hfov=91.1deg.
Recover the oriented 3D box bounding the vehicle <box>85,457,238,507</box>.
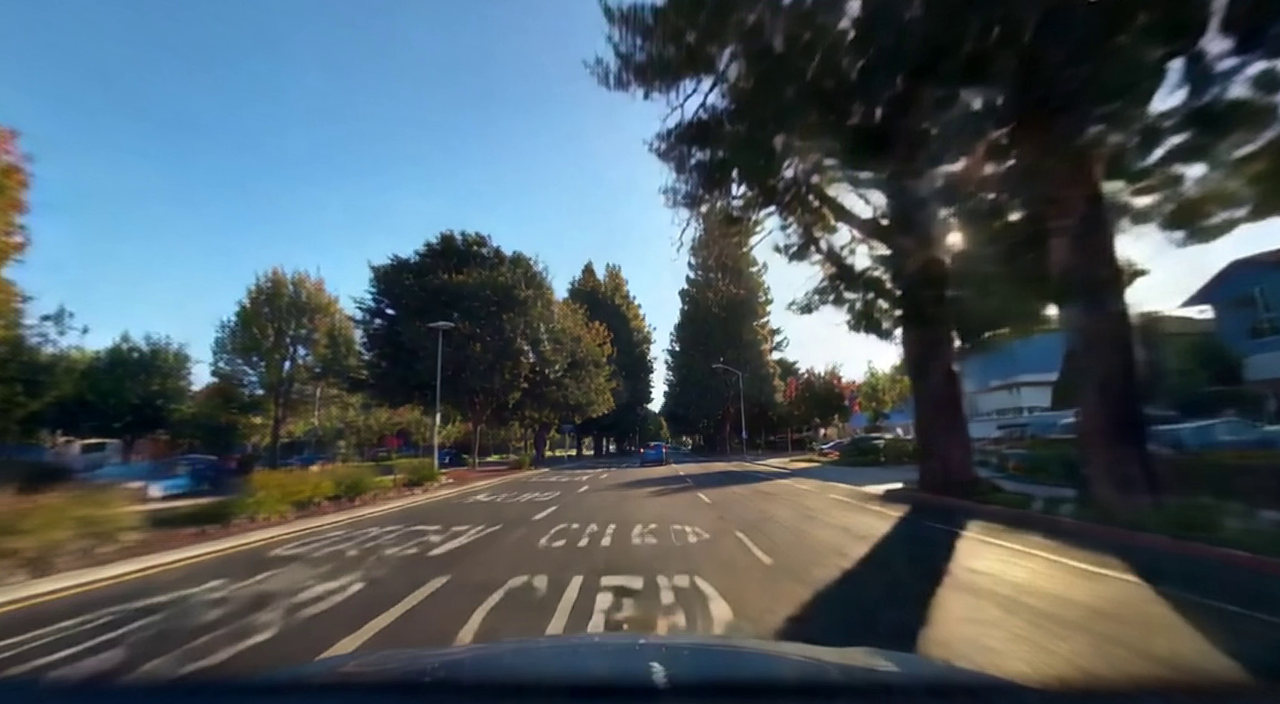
[{"bbox_3d":[-16.622,4.501,22.166,1.824,1.462,4.520,0,-9,1],"label":"vehicle"}]

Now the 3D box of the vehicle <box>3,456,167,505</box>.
[{"bbox_3d":[-20.715,4.773,23.782,1.936,1.611,4.584,0,-9,1],"label":"vehicle"}]

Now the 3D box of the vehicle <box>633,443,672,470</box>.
[{"bbox_3d":[0.767,6.210,37.547,2.144,1.505,4.128,0,-9,2],"label":"vehicle"}]
